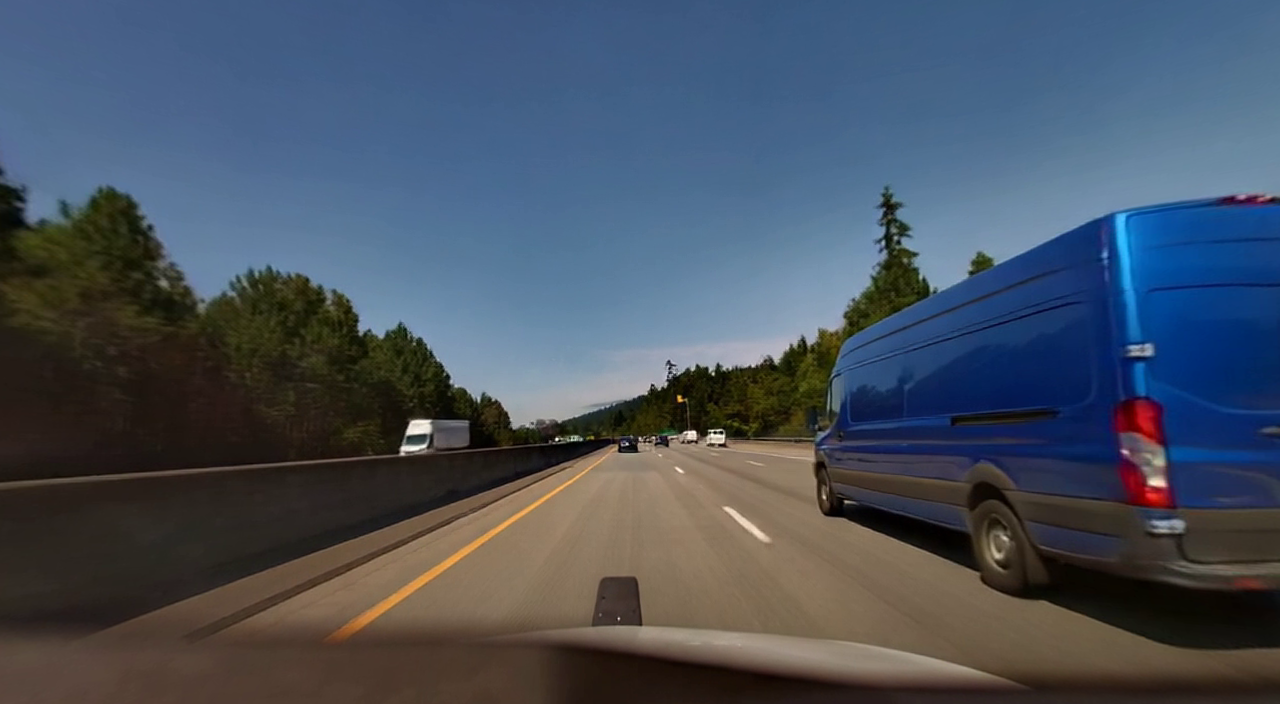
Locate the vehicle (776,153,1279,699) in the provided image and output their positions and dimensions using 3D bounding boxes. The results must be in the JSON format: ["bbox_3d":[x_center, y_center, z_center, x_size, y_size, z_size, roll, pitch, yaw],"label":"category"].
[{"bbox_3d":[3.543,0.763,6.623,2.416,2.595,7.243,0,-8,-1],"label":"vehicle"}]

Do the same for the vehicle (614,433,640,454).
[{"bbox_3d":[-0.992,6.986,48.297,1.900,1.524,4.324,0,-8,-1],"label":"vehicle"}]
